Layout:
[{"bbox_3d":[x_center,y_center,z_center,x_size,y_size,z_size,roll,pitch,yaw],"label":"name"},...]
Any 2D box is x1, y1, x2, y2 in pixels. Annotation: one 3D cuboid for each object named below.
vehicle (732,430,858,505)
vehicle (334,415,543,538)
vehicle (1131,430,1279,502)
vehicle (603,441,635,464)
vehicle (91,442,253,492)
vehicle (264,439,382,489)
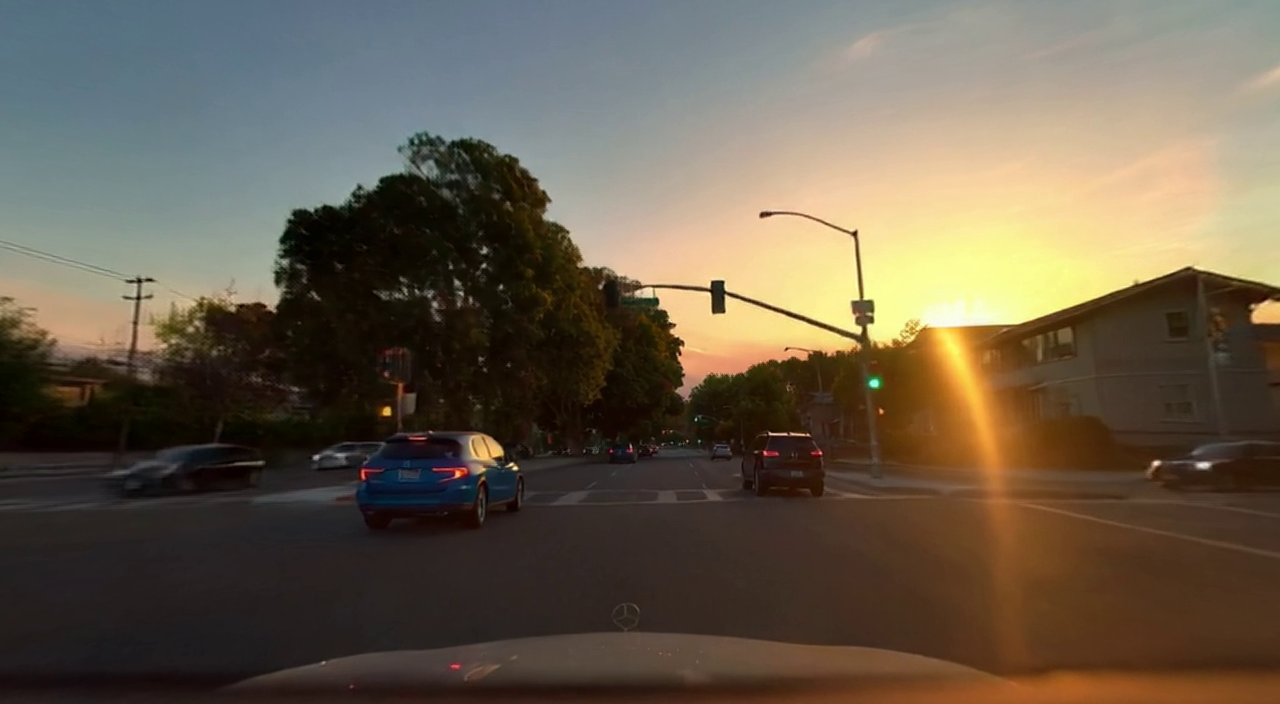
[{"bbox_3d":[3.803,2.910,16.453,2.132,1.659,4.387,0,-8,0],"label":"vehicle"},{"bbox_3d":[-3.155,2.059,11.117,2.045,1.688,4.632,-1,-8,2],"label":"vehicle"},{"bbox_3d":[16.051,2.949,16.857,4.922,1.630,2.094,1,-8,-18],"label":"vehicle"},{"bbox_3d":[-1.501,7.305,46.217,1.988,1.569,4.202,-1,-8,3],"label":"vehicle"},{"bbox_3d":[-15.473,3.792,21.279,1.906,1.457,4.559,-1,-8,1],"label":"vehicle"},{"bbox_3d":[-11.434,4.022,23.212,2.006,1.492,4.672,-3,-8,-1],"label":"vehicle"}]
